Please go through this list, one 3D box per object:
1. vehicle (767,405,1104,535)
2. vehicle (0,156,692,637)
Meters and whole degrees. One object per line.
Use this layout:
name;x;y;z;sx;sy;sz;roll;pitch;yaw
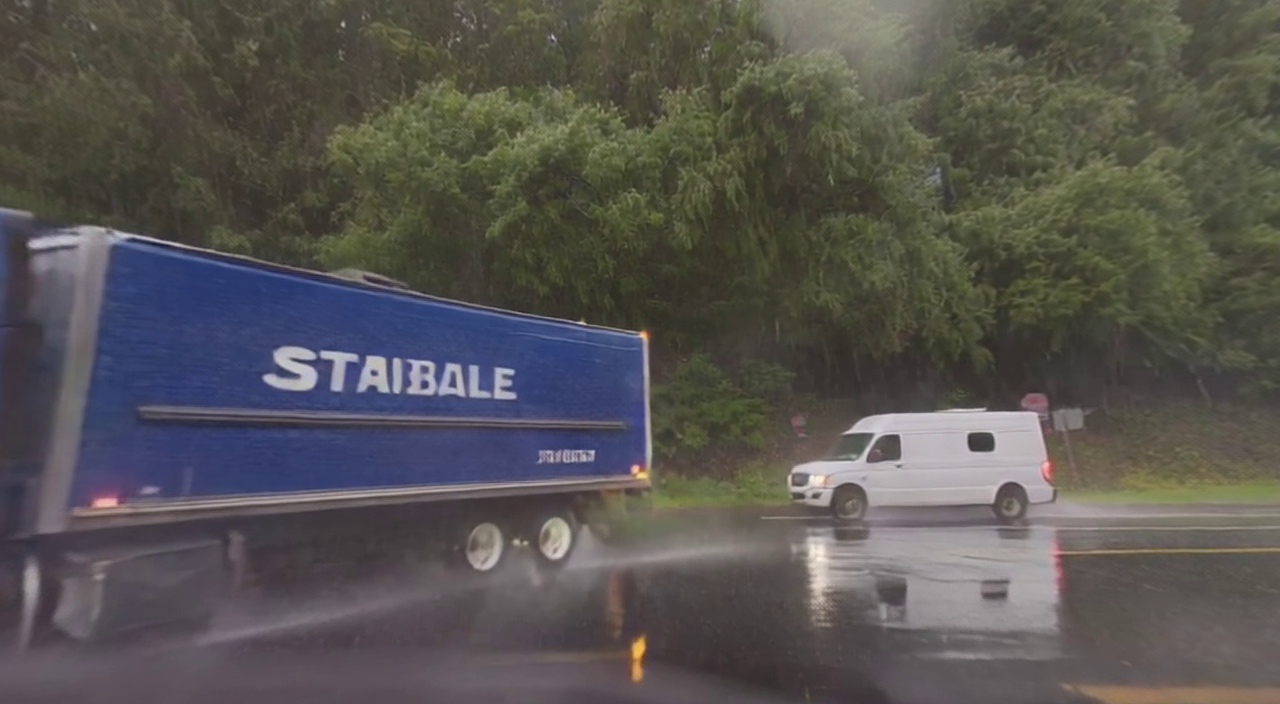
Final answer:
vehicle;5.931;2.410;13.247;5.923;2.424;2.247;0;-9;-5
vehicle;-3.730;0.713;7.628;9.765;3.622;2.740;8;-12;-42
